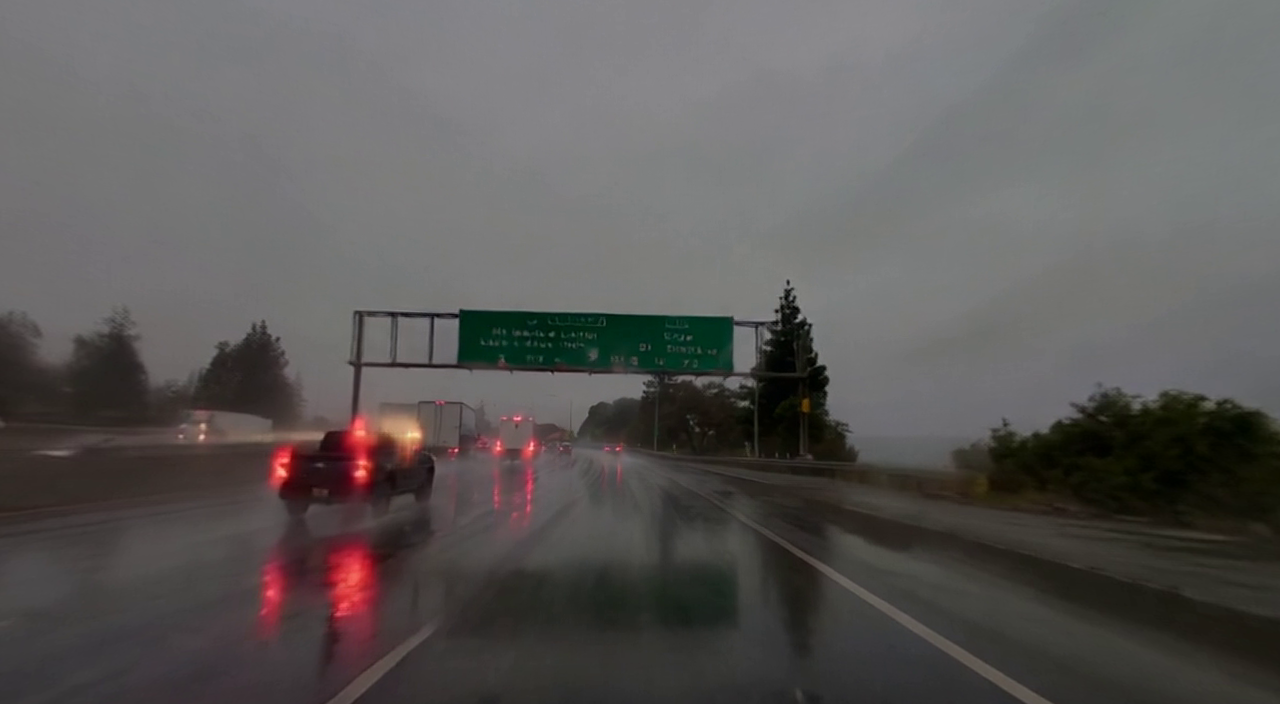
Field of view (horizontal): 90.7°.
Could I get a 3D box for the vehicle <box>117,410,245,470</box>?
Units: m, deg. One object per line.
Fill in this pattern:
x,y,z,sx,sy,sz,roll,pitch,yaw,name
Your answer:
-28.539,5.595,39.907,2.846,3.386,7.392,1,-9,-4,vehicle

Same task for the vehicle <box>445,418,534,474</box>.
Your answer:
-8.423,5.592,37.676,3.270,2.674,14.547,1,-8,-6,vehicle

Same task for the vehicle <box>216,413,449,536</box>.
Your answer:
-5.318,2.192,12.013,2.093,1.785,5.303,0,-8,-4,vehicle
